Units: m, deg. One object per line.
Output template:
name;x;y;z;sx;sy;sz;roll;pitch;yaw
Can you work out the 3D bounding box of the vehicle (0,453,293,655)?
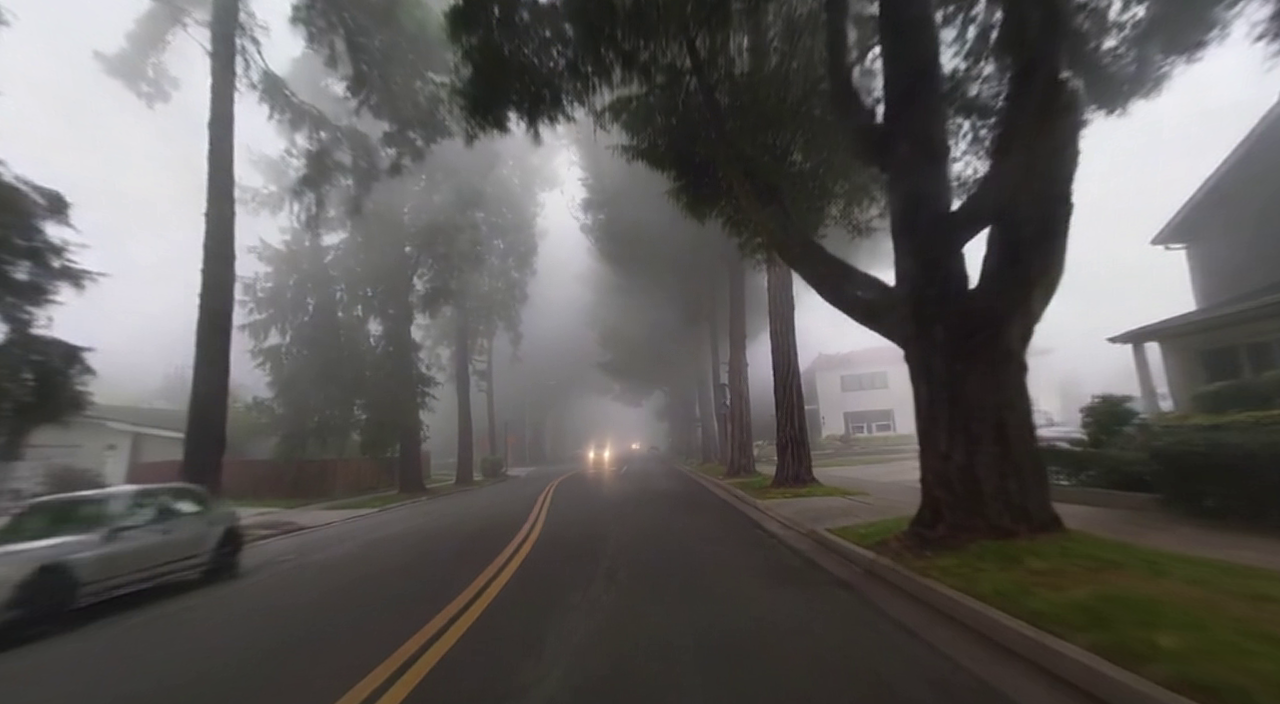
vehicle;-5.835;1.910;6.550;1.956;1.452;4.426;-5;-8;0
